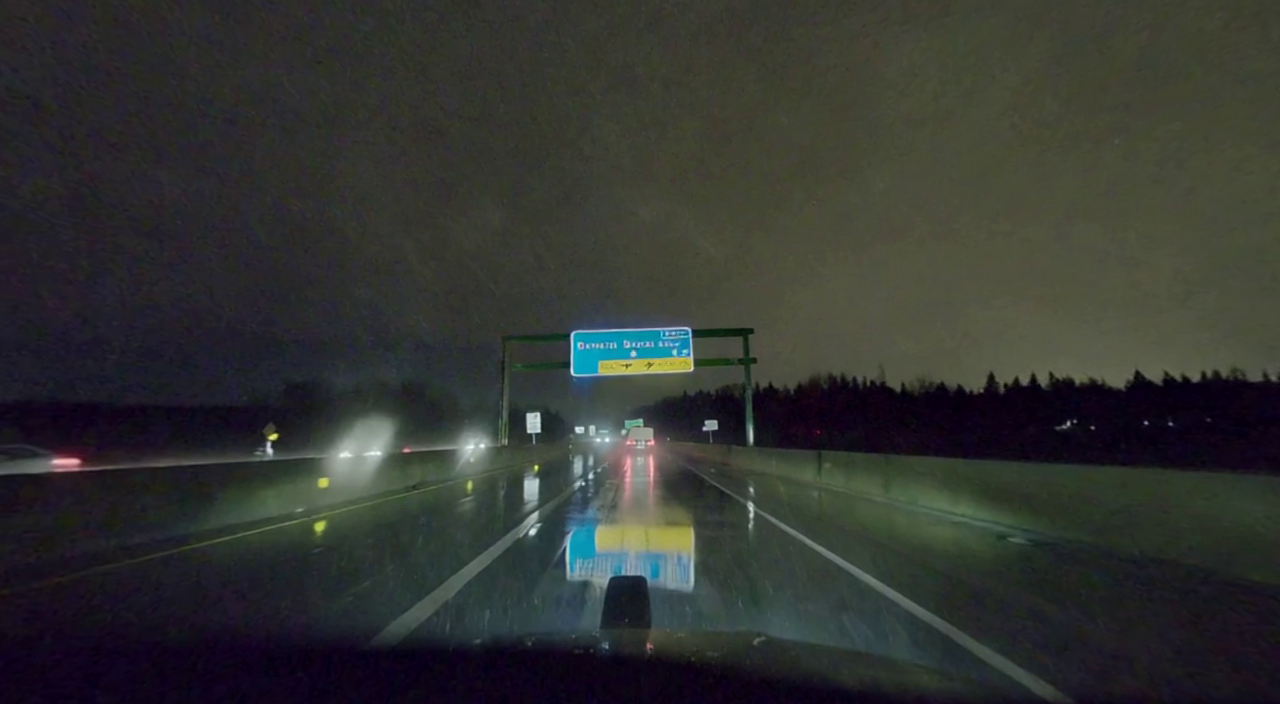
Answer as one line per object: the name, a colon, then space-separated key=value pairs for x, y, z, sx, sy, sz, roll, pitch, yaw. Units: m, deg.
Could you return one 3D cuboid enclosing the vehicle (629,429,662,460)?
vehicle: x=0.419 y=6.777 z=46.016 sx=2.277 sy=2.109 sz=4.922 roll=0 pitch=-8 yaw=0
